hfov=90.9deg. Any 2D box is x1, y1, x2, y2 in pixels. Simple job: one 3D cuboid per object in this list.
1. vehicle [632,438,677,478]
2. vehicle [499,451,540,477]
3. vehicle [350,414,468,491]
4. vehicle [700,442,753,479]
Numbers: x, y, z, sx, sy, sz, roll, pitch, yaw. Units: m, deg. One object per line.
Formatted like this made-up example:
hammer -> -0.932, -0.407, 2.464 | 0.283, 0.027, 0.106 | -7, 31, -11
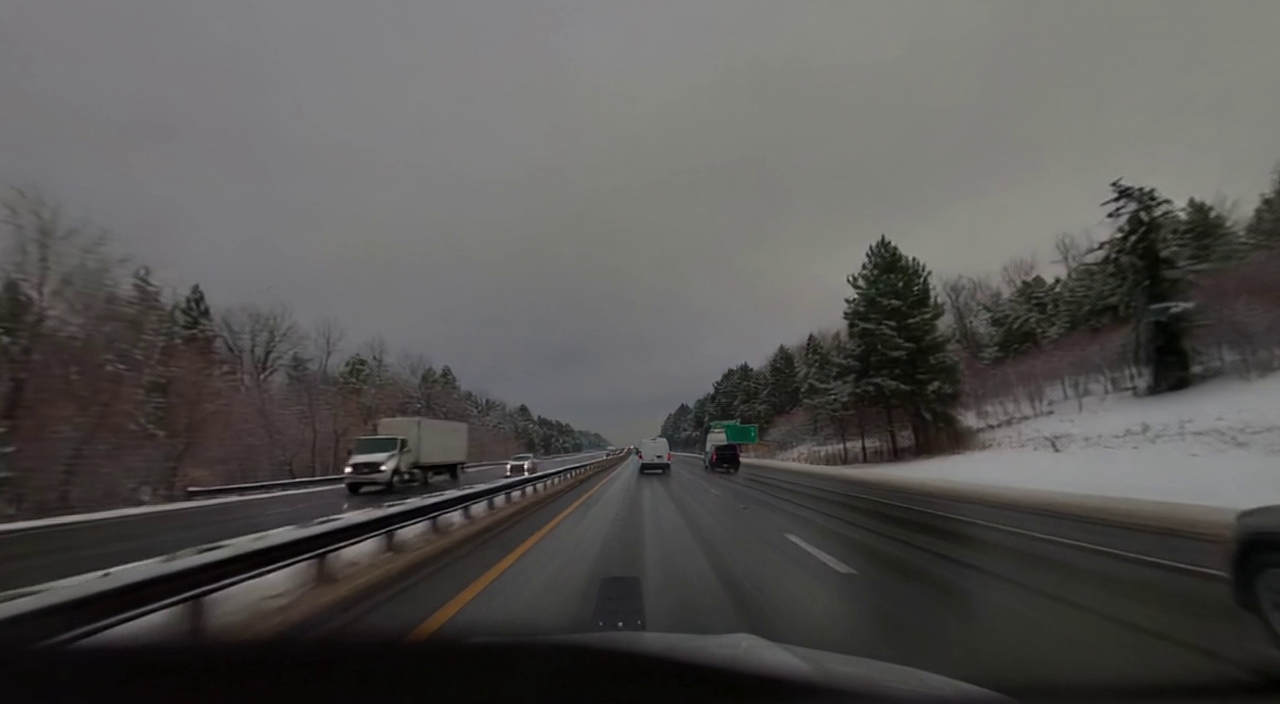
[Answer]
vehicle -> 0.670, 5.400, 32.371 | 2.143, 1.925, 4.101 | 0, -9, 0
vehicle -> -8.259, 7.714, 43.652 | 1.911, 1.666, 4.389 | 0, -9, 1
vehicle -> -12.847, 5.761, 36.350 | 2.923, 3.786, 9.994 | 0, -9, 0
vehicle -> 4.196, 5.321, 31.251 | 1.961, 1.689, 3.971 | 0, -9, -1
